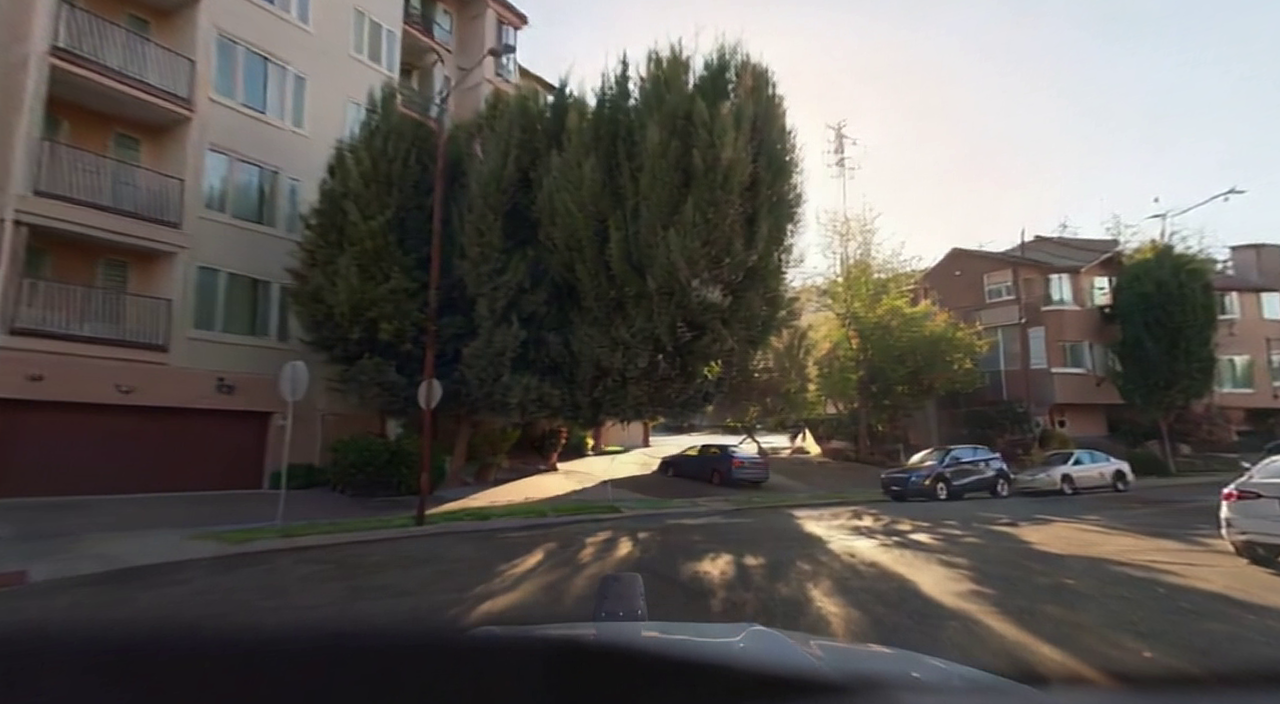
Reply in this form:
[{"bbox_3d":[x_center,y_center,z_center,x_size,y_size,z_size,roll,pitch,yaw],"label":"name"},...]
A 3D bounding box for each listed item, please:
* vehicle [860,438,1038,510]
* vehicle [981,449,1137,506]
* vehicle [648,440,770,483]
[{"bbox_3d":[8.530,3.277,17.403,4.584,1.744,1.946,4,-10,-27],"label":"vehicle"},{"bbox_3d":[13.037,3.807,19.607,4.696,1.478,1.902,3,-10,-28],"label":"vehicle"},{"bbox_3d":[2.698,4.108,24.063,4.714,1.458,1.812,7,-11,-40],"label":"vehicle"}]
